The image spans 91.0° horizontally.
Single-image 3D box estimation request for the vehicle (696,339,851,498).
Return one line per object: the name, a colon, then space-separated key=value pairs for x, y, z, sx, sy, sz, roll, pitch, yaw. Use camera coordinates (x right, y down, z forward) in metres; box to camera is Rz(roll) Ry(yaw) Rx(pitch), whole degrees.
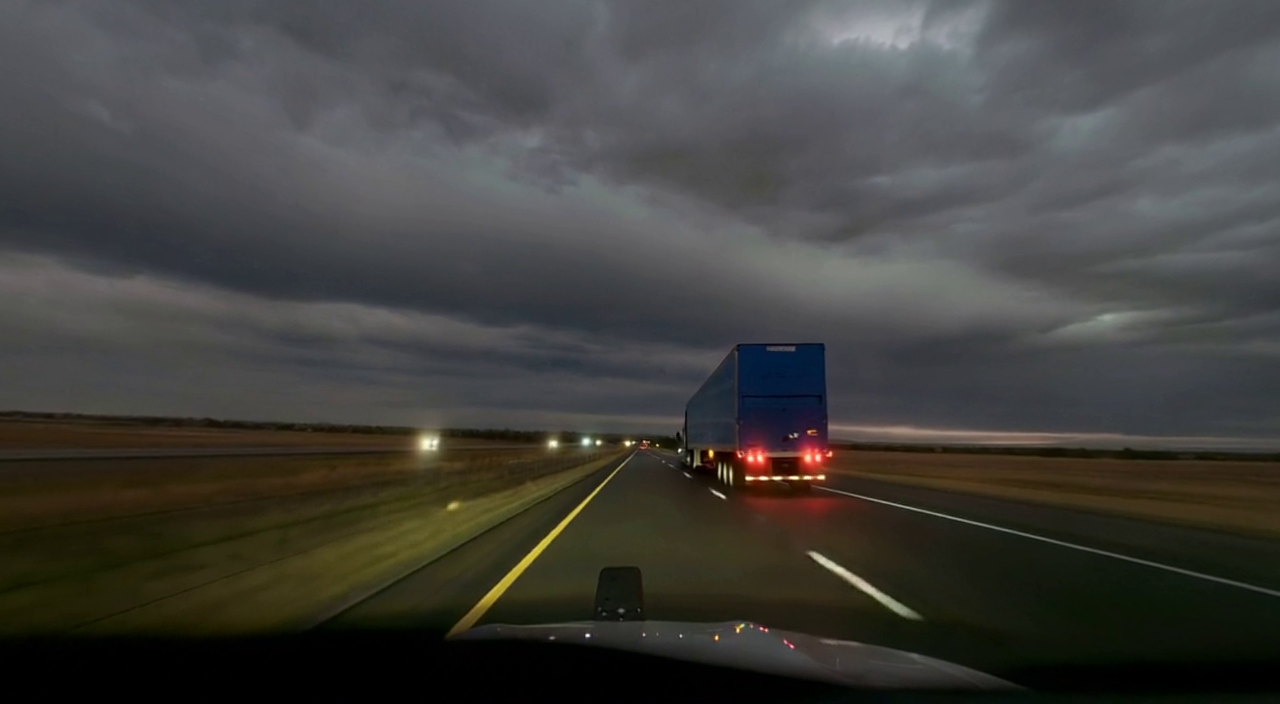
vehicle: x=4.079 y=2.708 z=23.128 sx=2.818 sy=4.206 sz=12.987 roll=0 pitch=-9 yaw=0
